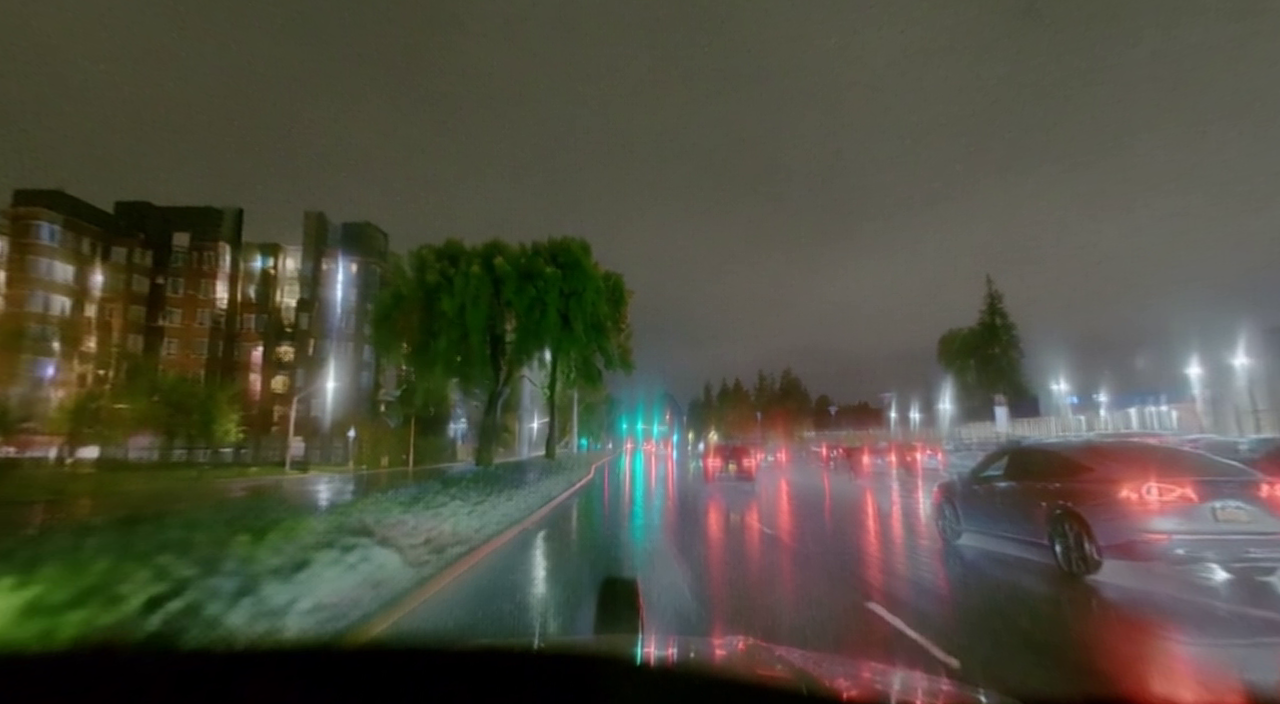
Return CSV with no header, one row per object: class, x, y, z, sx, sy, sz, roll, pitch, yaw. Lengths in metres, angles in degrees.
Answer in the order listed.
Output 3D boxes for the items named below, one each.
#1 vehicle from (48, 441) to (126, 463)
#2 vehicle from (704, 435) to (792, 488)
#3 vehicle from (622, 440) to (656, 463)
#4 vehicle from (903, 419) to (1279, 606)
vehicle,-37.910,6.885,43.352,3.747,1.422,1.643,1,-9,-1
vehicle,3.415,3.562,20.940,1.953,1.514,4.672,0,-8,-1
vehicle,-0.115,6.504,41.439,2.095,1.456,3.873,0,-8,-1
vehicle,5.392,1.668,7.633,2.098,1.507,4.655,1,-8,-5
